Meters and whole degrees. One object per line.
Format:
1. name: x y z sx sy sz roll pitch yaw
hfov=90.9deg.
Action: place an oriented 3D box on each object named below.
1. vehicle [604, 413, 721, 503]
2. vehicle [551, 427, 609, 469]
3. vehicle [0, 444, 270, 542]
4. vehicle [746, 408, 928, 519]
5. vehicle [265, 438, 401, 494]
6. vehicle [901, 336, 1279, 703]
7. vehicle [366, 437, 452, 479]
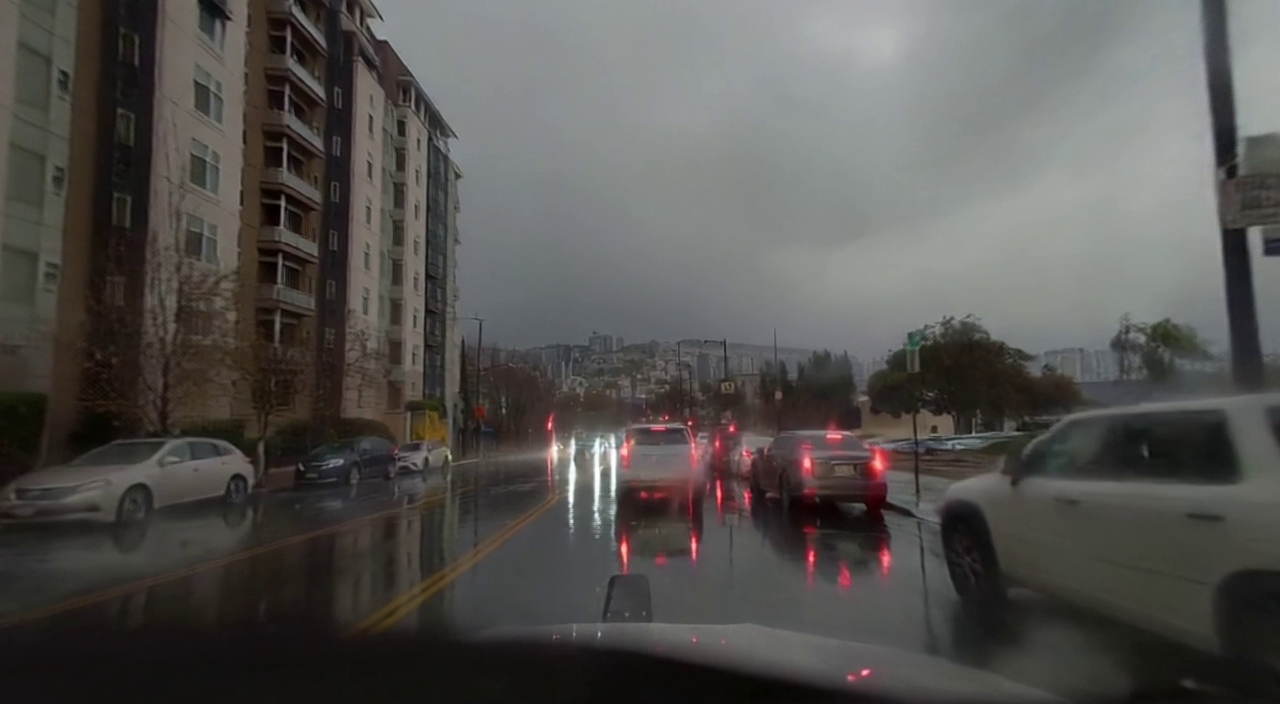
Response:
1. vehicle: 0.463 2.368 14.371 2.261 1.740 4.065 0 -8 1
2. vehicle: -2.663 4.393 28.897 2.219 1.746 4.197 0 -8 0
3. vehicle: -9.265 2.490 11.885 2.021 1.474 4.337 0 -8 -2
4. vehicle: 3.654 2.181 12.801 2.158 1.828 4.573 0 -8 0
5. vehicle: -9.391 3.492 19.761 2.002 1.546 4.339 0 -8 1
6. vehicle: 3.635 0.977 3.758 2.076 1.722 4.721 0 -8 -1
7. vehicle: -9.289 4.282 25.745 1.955 1.555 4.424 0 -8 -2
